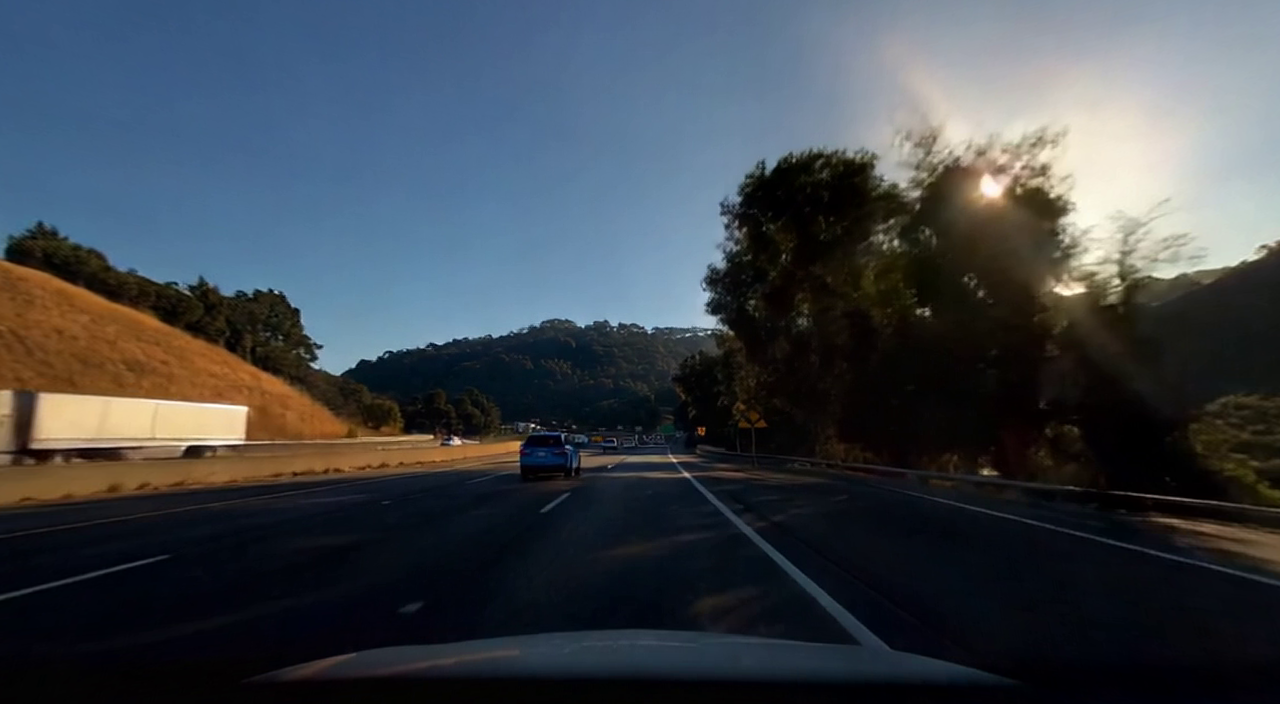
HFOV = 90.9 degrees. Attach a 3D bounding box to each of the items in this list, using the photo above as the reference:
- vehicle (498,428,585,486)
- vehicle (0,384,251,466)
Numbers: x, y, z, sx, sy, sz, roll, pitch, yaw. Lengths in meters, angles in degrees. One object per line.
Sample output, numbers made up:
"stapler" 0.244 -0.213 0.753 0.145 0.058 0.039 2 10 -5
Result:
"vehicle" -3.176 3.507 21.375 2.138 1.718 4.415 0 -8 2
"vehicle" -32.081 4.927 40.658 2.876 4.206 16.437 -1 -8 3
